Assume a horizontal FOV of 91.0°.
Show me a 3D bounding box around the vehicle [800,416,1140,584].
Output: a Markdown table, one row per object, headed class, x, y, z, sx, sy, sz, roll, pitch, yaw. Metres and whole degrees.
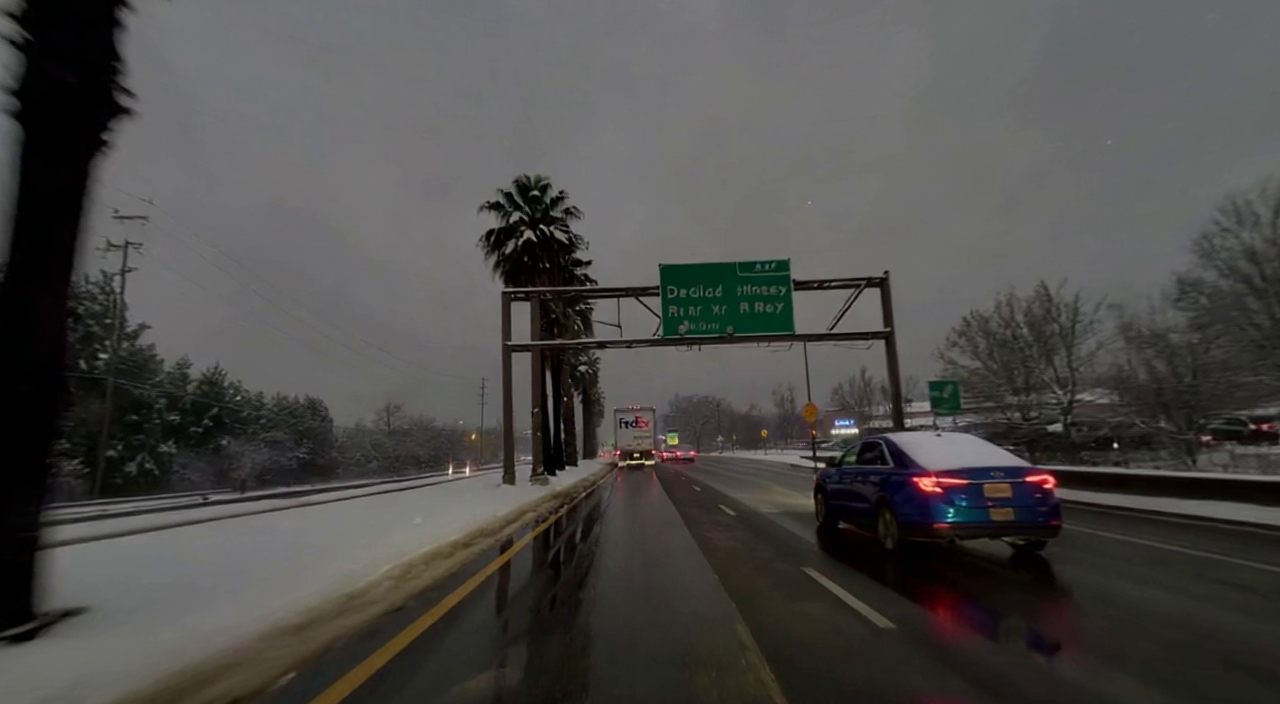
| class | x | y | z | sx | sy | sz | roll | pitch | yaw |
| --- | --- | --- | --- | --- | --- | --- | --- | --- | --- |
| vehicle | 3.660 | 1.725 | 8.110 | 1.966 | 1.558 | 4.238 | 0 | -9 | -2 |
